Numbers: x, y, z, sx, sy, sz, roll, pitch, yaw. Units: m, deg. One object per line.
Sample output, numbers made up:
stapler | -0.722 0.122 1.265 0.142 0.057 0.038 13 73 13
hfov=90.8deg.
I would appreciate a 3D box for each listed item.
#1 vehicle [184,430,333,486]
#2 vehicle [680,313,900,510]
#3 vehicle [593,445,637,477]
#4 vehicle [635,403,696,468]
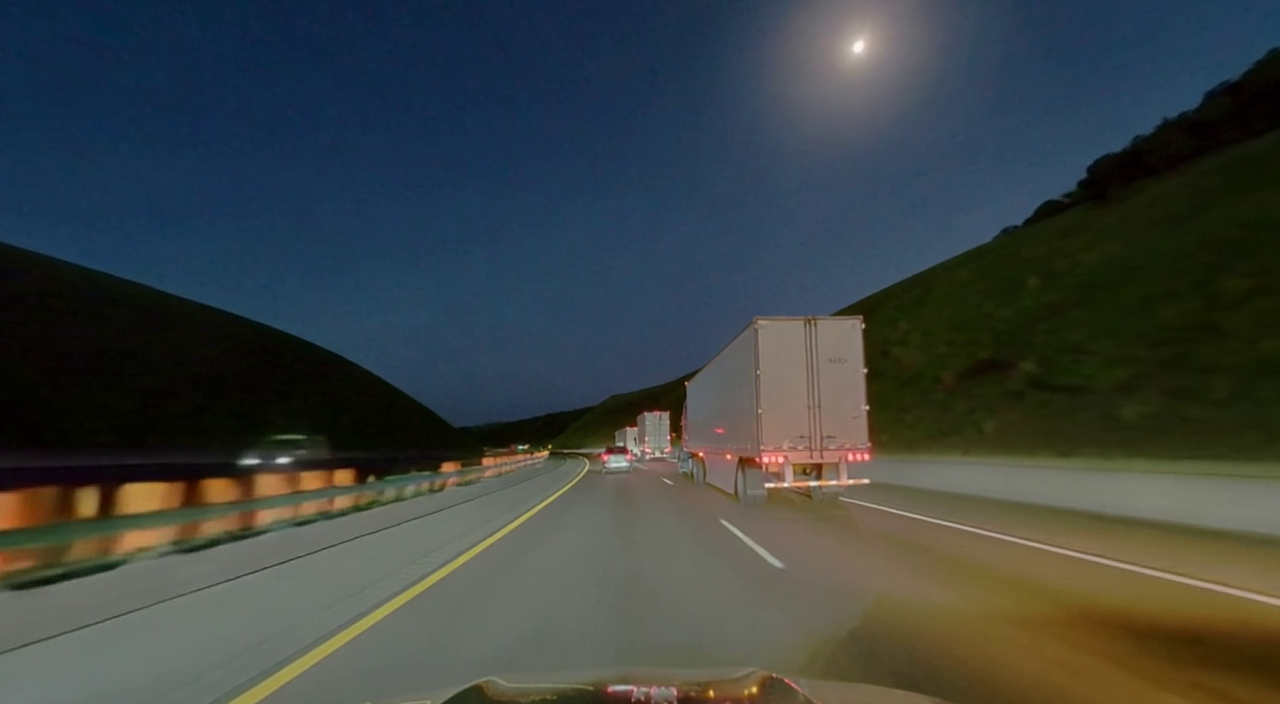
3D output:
vehicle | -11.392 3.211 19.281 1.882 1.490 4.346 0 -9 -1
vehicle | 3.540 2.314 20.387 2.911 4.099 14.578 0 -9 -3
vehicle | -1.238 5.242 30.644 2.029 1.437 3.794 0 -9 -3
vehicle | 1.586 6.376 47.048 2.826 4.050 13.845 1 -9 -5
